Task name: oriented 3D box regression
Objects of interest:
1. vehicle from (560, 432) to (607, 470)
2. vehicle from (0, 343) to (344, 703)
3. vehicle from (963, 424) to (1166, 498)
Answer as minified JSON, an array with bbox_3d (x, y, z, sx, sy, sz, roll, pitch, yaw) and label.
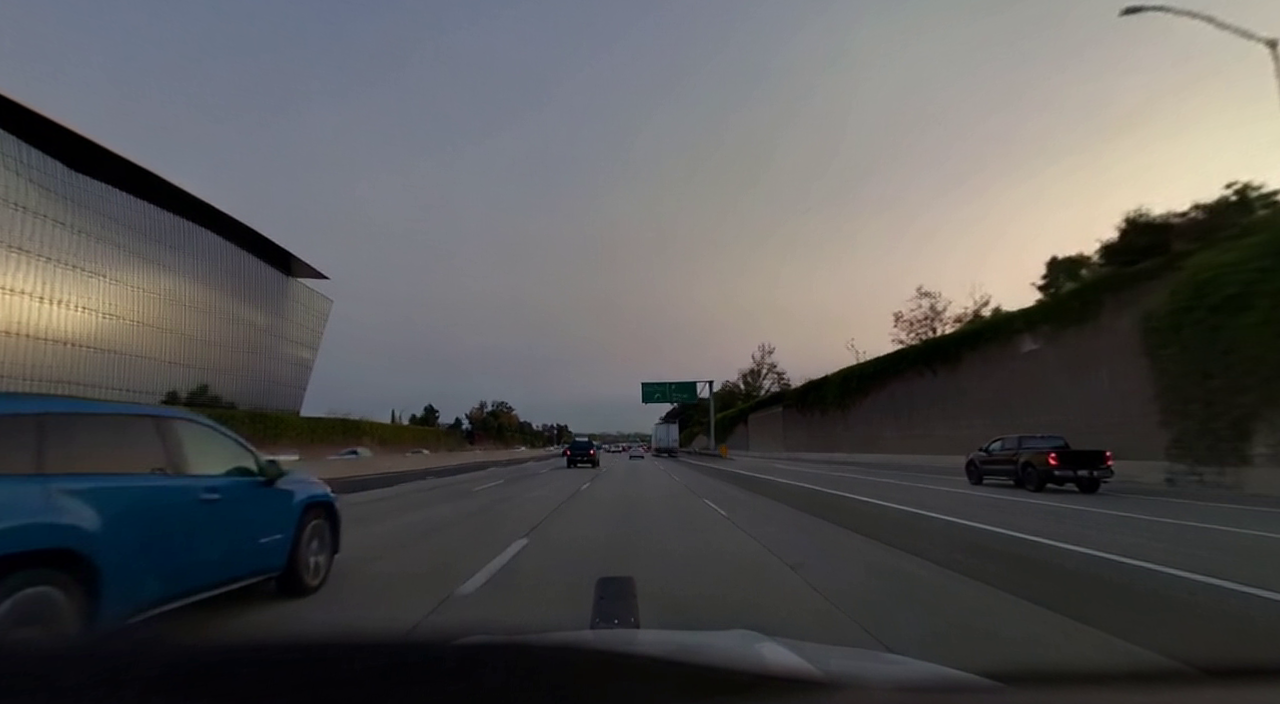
[{"bbox_3d":[-3.222,5.802,37.174,2.284,2.022,5.752,0,-9,-1],"label":"vehicle"},{"bbox_3d":[-3.712,0.973,3.566,2.039,1.710,4.237,0,-9,-1],"label":"vehicle"},{"bbox_3d":[11.572,3.025,17.836,2.089,1.787,5.080,0,-9,-1],"label":"vehicle"}]
